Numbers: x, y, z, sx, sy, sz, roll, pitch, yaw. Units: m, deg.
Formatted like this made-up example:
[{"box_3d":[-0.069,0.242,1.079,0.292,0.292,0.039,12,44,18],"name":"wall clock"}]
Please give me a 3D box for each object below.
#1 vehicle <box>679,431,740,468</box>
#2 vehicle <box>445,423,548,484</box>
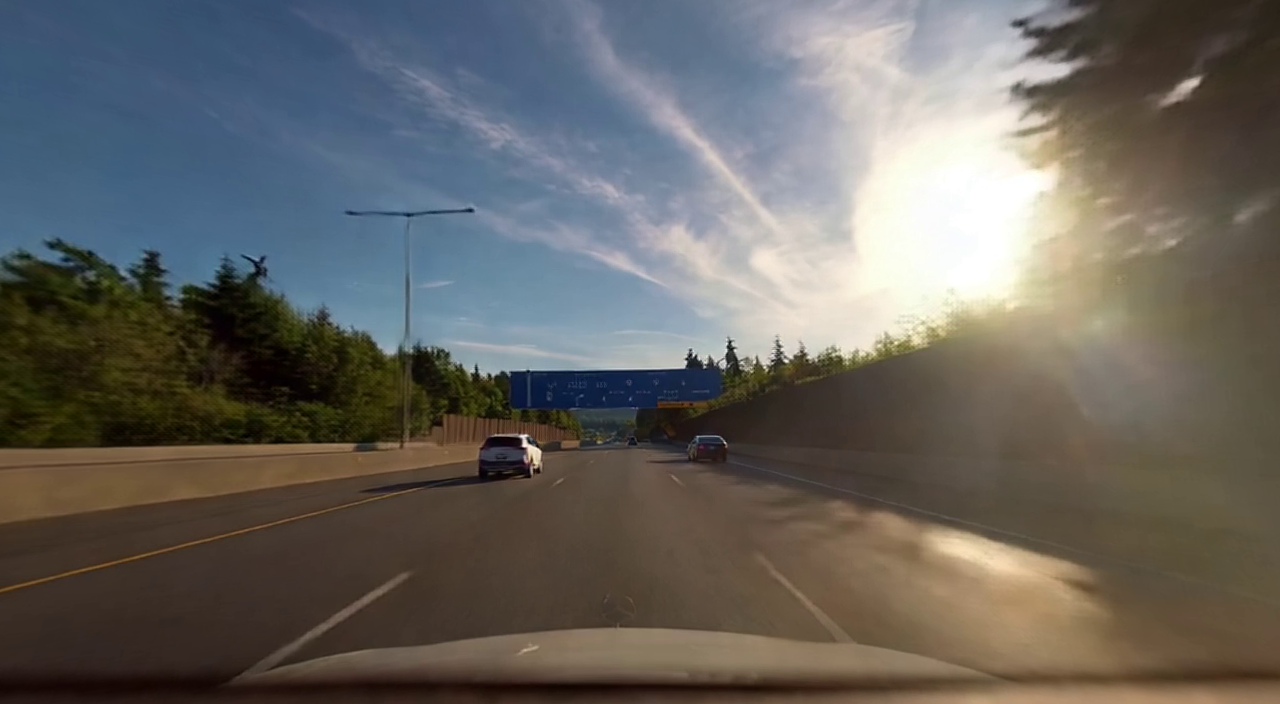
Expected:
[{"box_3d":[3.031,4.360,28.426,2.077,1.523,4.539,0,-8,-2],"name":"vehicle"},{"box_3d":[-4.267,3.068,19.437,2.219,1.660,4.153,0,-8,-1],"name":"vehicle"}]
